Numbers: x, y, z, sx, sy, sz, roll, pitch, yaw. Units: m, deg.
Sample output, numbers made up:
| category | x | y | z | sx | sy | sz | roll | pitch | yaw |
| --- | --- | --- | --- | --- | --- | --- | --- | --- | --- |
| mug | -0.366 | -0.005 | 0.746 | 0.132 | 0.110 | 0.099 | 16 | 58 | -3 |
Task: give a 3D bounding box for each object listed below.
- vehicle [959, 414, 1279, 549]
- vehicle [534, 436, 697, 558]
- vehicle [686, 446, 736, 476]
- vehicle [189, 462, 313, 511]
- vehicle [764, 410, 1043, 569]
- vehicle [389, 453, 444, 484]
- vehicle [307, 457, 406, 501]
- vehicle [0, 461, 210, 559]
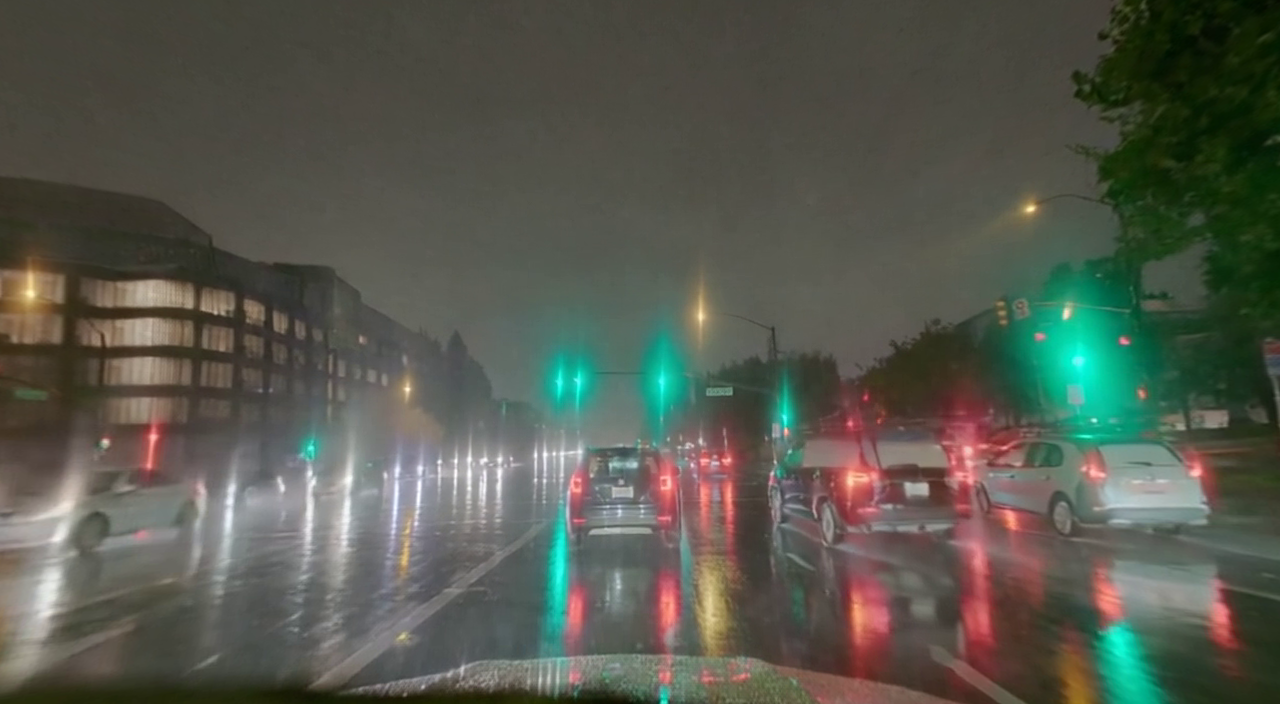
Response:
| category | x | y | z | sx | sy | sz | roll | pitch | yaw |
| --- | --- | --- | --- | --- | --- | --- | --- | --- | --- |
| vehicle | 7.452 | 2.038 | 10.575 | 2.039 | 1.760 | 4.319 | 0 | -8 | 2 |
| vehicle | -0.313 | 2.119 | 9.960 | 2.034 | 1.500 | 3.966 | 0 | -8 | 0 |
| vehicle | 3.720 | 5.807 | 34.012 | 2.123 | 1.455 | 4.318 | 0 | -8 | -1 |
| vehicle | -14.815 | 5.101 | 24.385 | 1.907 | 1.592 | 4.373 | 0 | -8 | 1 |
| vehicle | 3.443 | 1.890 | 9.494 | 2.107 | 1.773 | 4.557 | 0 | -8 | -2 |
| vehicle | -14.715 | 7.670 | 41.862 | 1.908 | 1.797 | 4.620 | 0 | -8 | 1 |
| vehicle | -11.550 | 5.172 | 26.127 | 1.992 | 1.562 | 4.361 | 0 | -8 | 1 |
| vehicle | -11.818 | 3.244 | 13.663 | 1.903 | 1.627 | 4.308 | 0 | -8 | 1 |
